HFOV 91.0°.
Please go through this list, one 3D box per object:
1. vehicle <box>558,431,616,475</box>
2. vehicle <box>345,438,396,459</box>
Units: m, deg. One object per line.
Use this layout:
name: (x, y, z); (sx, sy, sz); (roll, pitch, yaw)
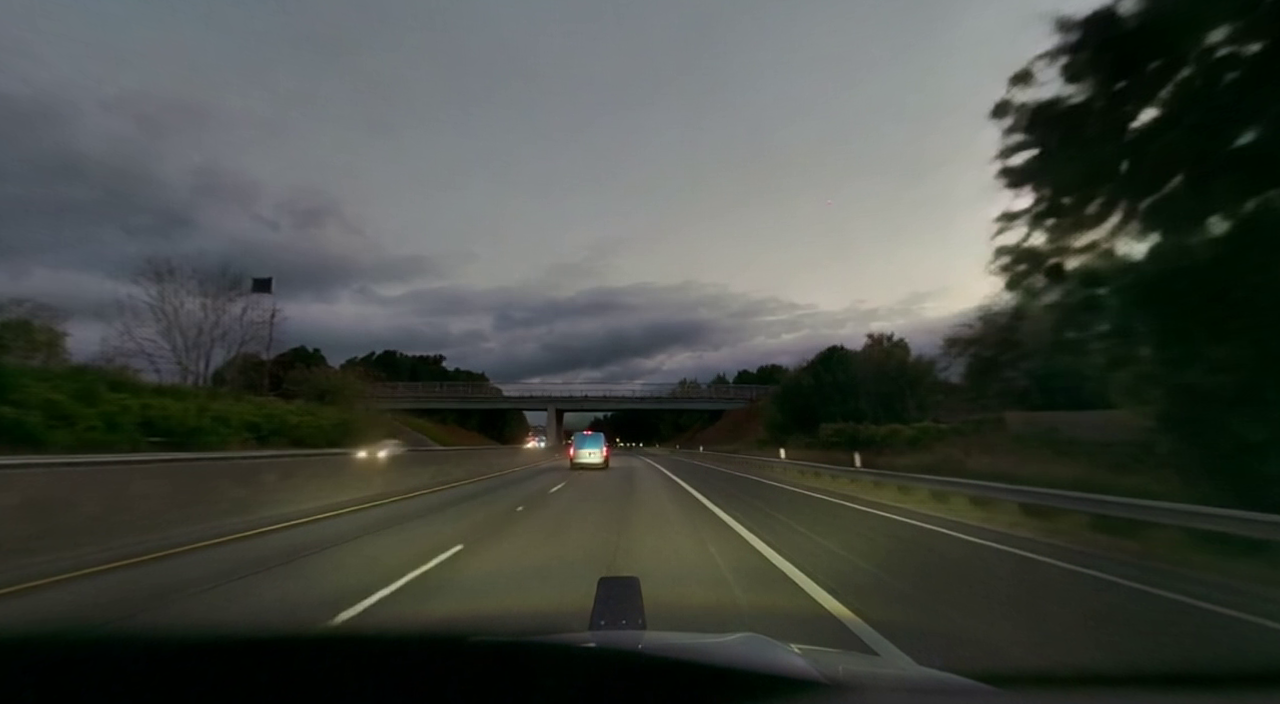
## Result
vehicle: (-2.392, 4.764, 30.022); (2.372, 1.891, 5.061); (0, -8, 0)
vehicle: (-18.180, 6.527, 42.611); (1.768, 1.378, 3.954); (0, -8, -1)
